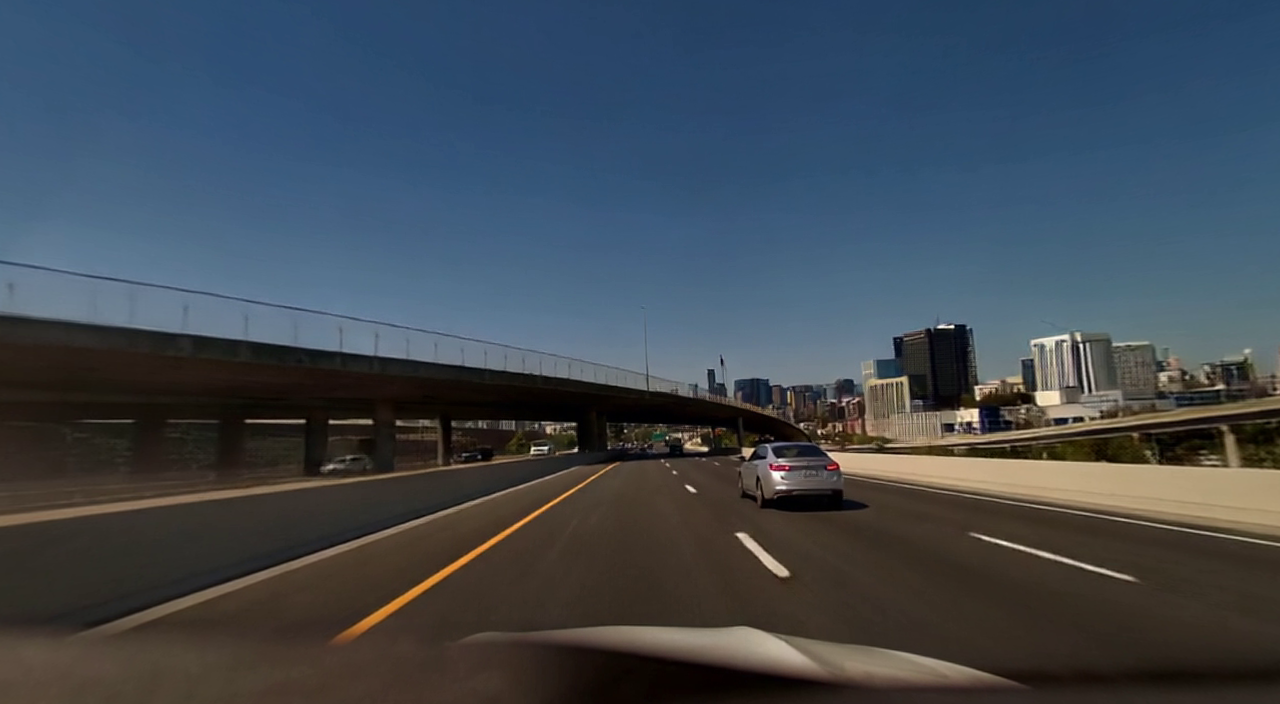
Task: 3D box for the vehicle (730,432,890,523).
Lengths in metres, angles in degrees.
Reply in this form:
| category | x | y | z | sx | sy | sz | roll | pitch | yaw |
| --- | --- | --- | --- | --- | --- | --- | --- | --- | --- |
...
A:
| category | x | y | z | sx | sy | sz | roll | pitch | yaw |
| --- | --- | --- | --- | --- | --- | --- | --- | --- | --- |
| vehicle | 3.207 | 2.474 | 13.058 | 1.982 | 1.533 | 4.612 | 0 | -8 | -1 |
